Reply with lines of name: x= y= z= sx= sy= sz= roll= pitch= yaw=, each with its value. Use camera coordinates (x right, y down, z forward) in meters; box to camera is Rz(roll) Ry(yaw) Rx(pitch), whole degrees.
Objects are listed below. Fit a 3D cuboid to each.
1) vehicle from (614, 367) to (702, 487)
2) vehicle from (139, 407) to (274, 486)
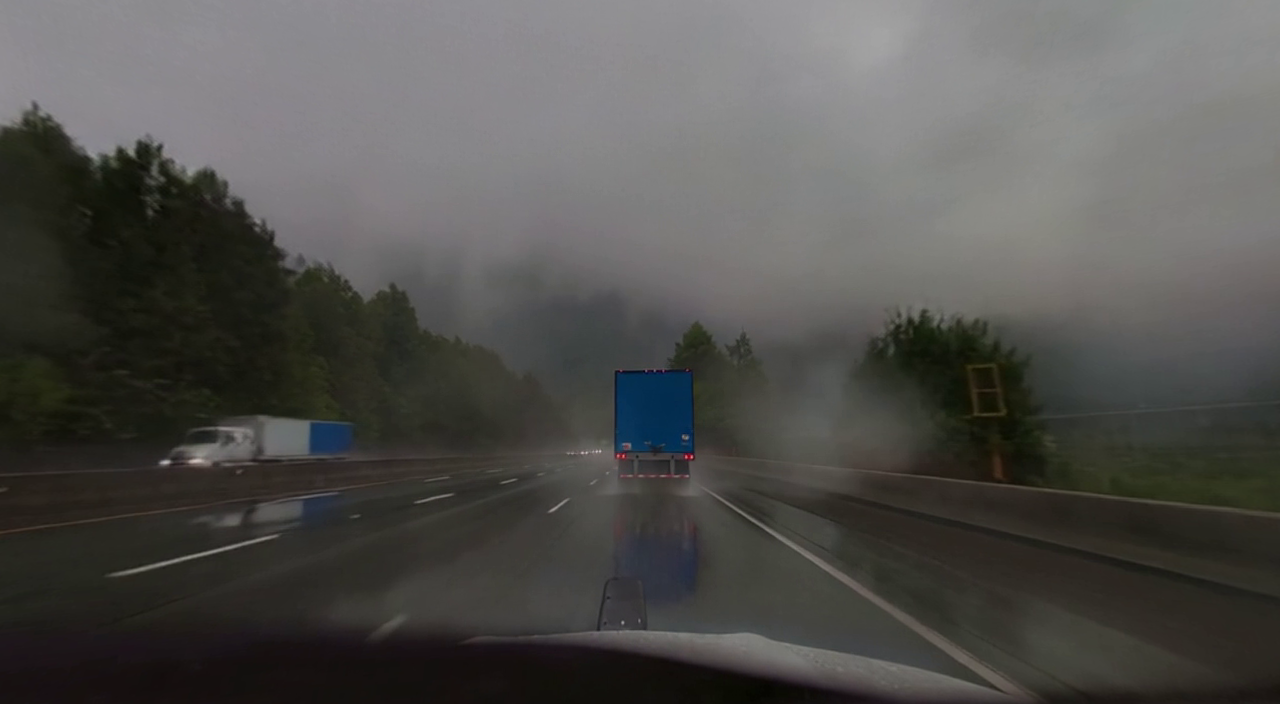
vehicle: x=0.537 y=3.239 z=25.937 sx=2.898 sy=3.973 sz=10.063 roll=0 pitch=-9 yaw=-1
vehicle: x=-23.750 y=5.266 z=35.016 sx=2.954 sy=3.945 sz=6.094 roll=0 pitch=-9 yaw=0
